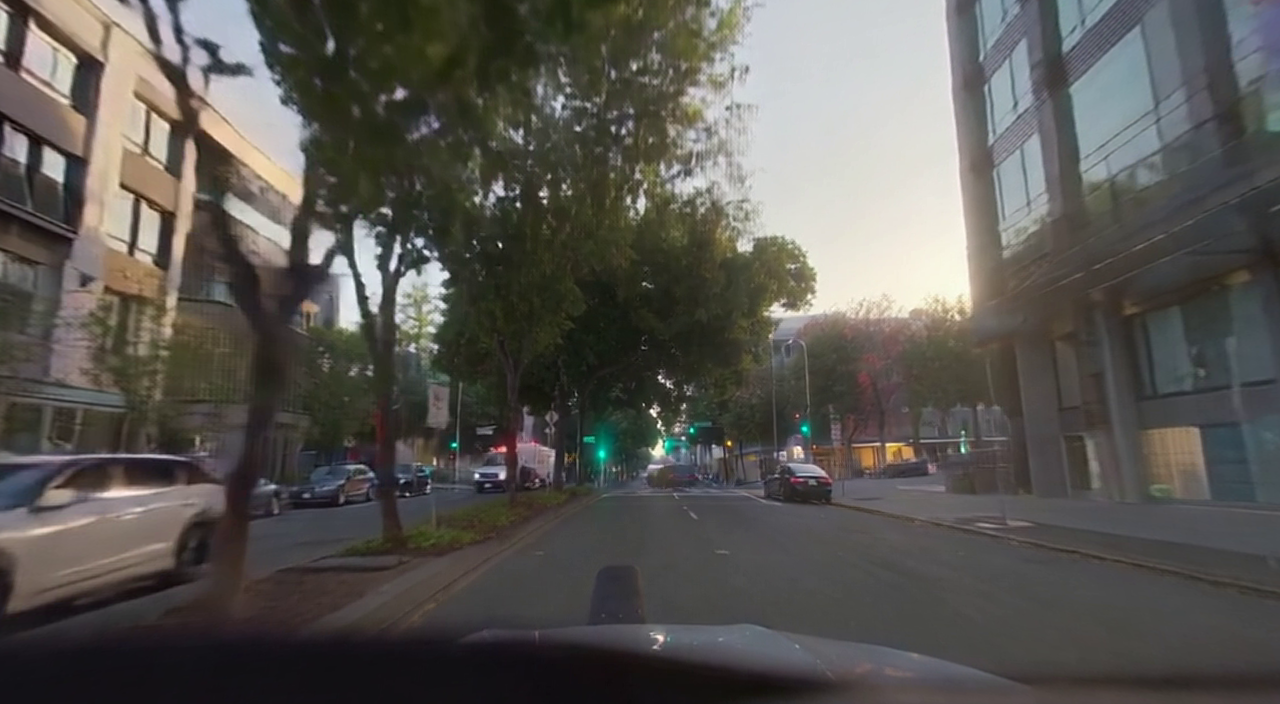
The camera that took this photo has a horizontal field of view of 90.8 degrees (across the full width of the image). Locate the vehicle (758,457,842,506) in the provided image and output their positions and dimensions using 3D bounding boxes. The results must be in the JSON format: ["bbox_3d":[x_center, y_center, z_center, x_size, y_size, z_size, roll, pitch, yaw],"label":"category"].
[{"bbox_3d":[5.810,4.753,23.588,1.888,1.536,4.381,0,-8,-2],"label":"vehicle"}]

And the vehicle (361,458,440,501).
[{"bbox_3d":[-10.982,5.853,29.309,1.908,1.721,4.285,0,-8,1],"label":"vehicle"}]

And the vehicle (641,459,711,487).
[{"bbox_3d":[2.603,8.828,46.053,4.742,1.906,1.933,2,-9,-9],"label":"vehicle"}]

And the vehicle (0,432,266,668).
[{"bbox_3d":[-5.125,1.409,4.905,1.914,1.530,3.980,0,-8,1],"label":"vehicle"}]

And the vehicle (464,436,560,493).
[{"bbox_3d":[-7.195,6.404,36.506,2.591,2.910,6.652,-2,-9,16],"label":"vehicle"}]

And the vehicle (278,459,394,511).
[{"bbox_3d":[-11.060,4.845,23.428,1.968,1.608,4.609,0,-8,1],"label":"vehicle"}]
